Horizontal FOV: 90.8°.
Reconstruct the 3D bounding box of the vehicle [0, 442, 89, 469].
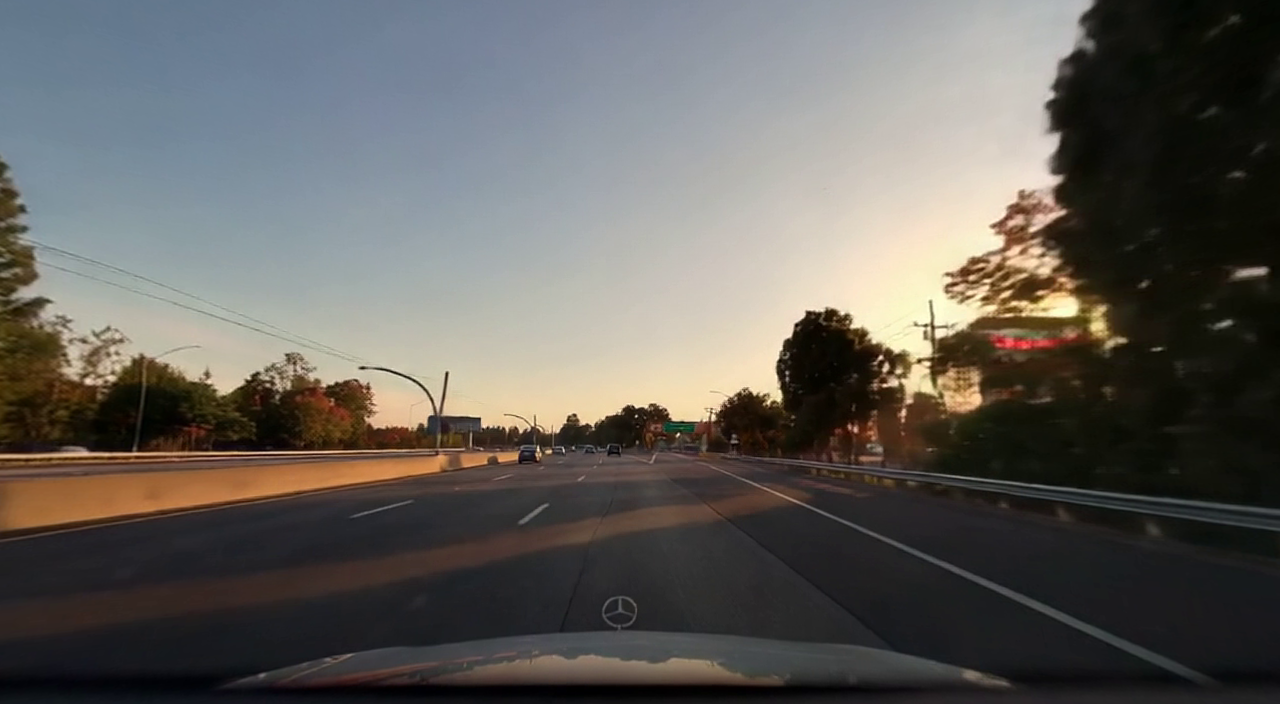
[{"bbox_3d":[-40.525,7.030,43.052,1.975,1.695,4.592,0,-8,-4],"label":"vehicle"}]
